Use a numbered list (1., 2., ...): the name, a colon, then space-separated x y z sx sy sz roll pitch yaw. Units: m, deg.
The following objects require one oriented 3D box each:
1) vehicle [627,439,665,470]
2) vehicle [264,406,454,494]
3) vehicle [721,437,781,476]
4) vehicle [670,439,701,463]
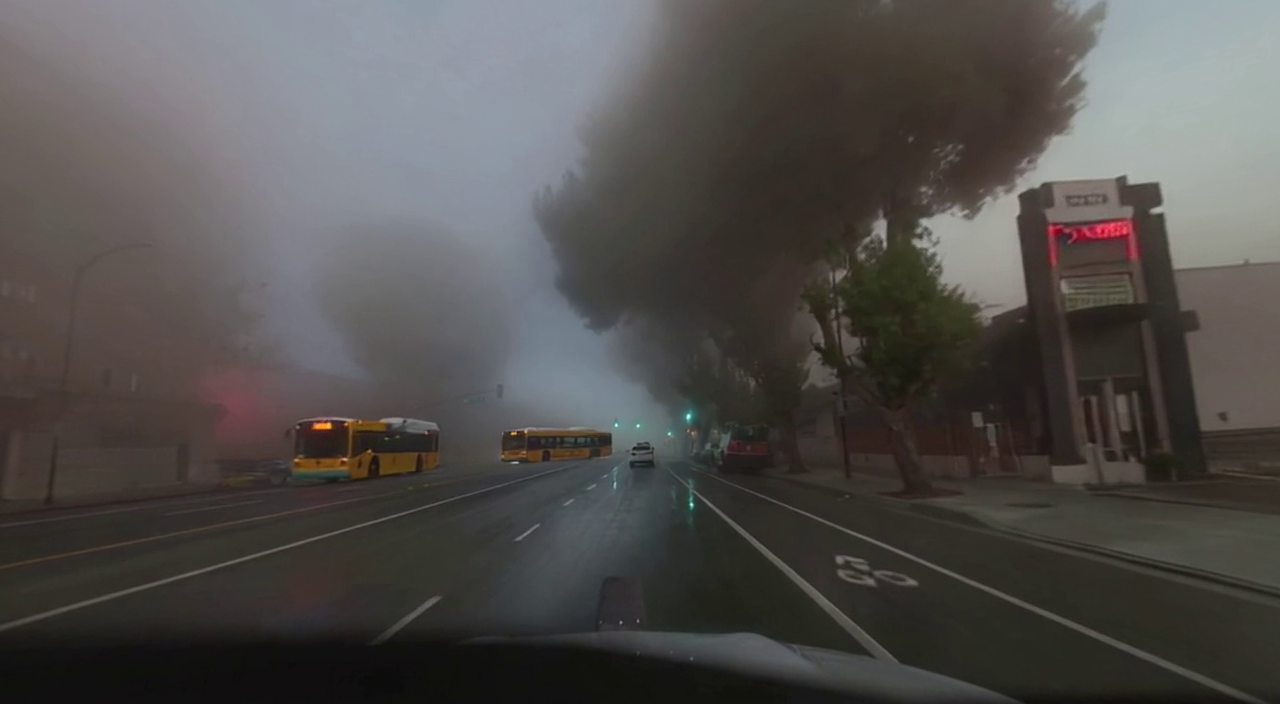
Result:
1. vehicle: 0.310 6.131 37.866 2.089 1.699 4.650 1 -9 -1
2. vehicle: -12.628 4.682 30.420 3.356 3.365 12.460 0 -9 1
3. vehicle: 5.162 4.944 29.964 2.014 1.681 4.332 0 -9 -1
4. vehicle: 3.337 7.421 47.075 2.222 1.688 3.952 0 -9 3
